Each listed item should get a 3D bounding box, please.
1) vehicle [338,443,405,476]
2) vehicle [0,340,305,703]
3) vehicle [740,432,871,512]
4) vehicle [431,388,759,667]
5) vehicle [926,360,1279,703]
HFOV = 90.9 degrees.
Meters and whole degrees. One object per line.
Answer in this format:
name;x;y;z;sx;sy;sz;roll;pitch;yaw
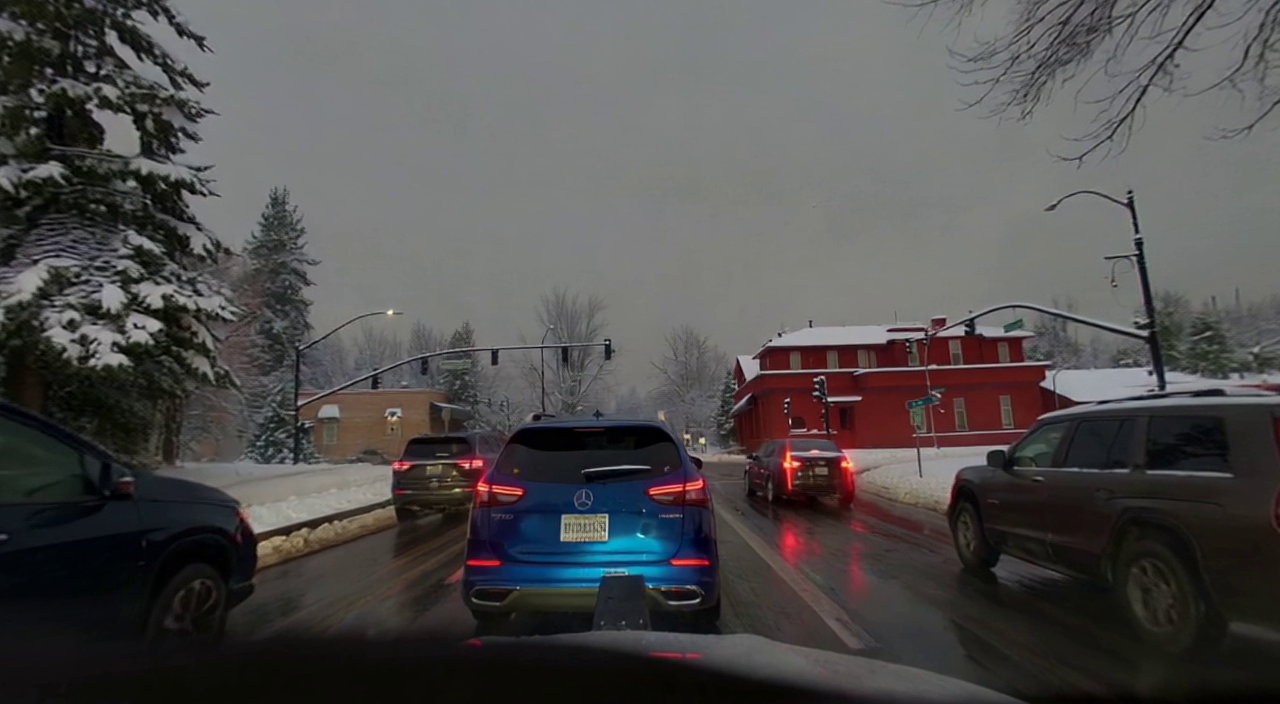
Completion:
vehicle;-15.362;6.134;36.282;1.949;1.744;4.109;0;-8;1
vehicle;-3.467;0.803;2.220;2.047;1.741;4.470;0;-8;1
vehicle;3.586;2.662;14.466;1.847;1.554;3.885;0;-8;-2
vehicle;-0.193;1.378;6.018;2.022;1.700;4.084;0;-8;3
vehicle;4.196;1.220;4.996;2.014;1.740;4.515;-1;-8;4
